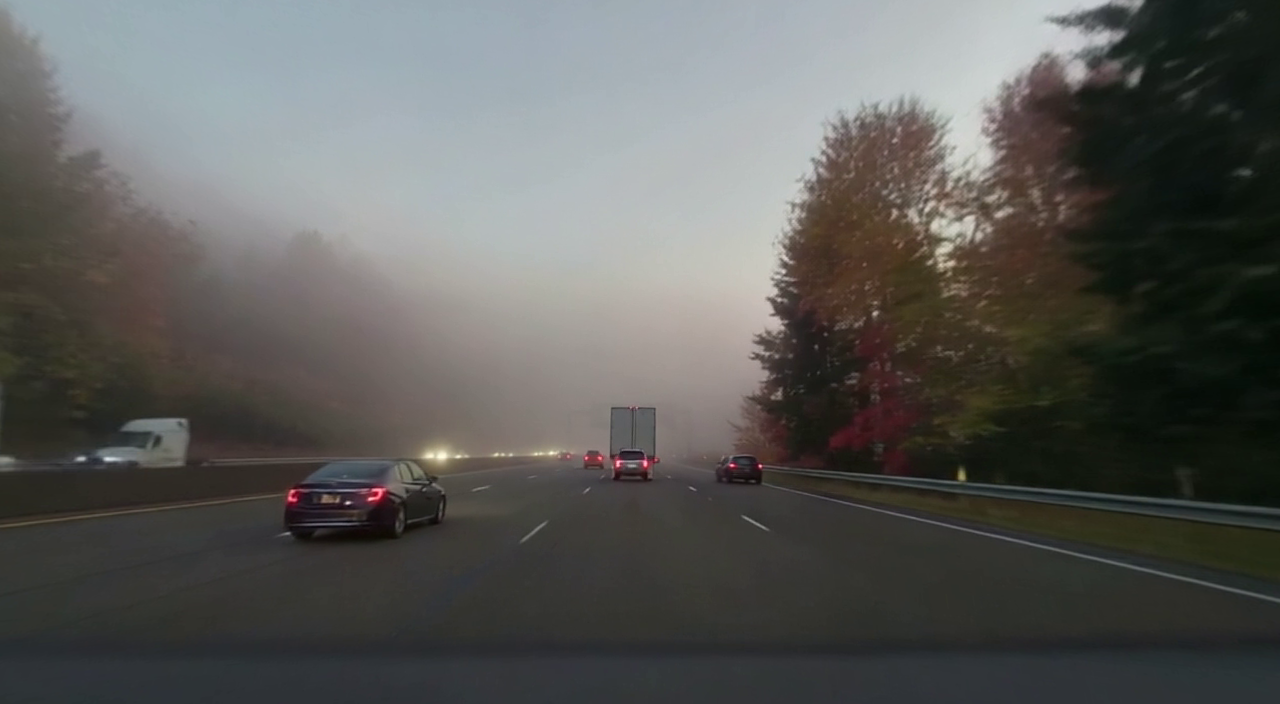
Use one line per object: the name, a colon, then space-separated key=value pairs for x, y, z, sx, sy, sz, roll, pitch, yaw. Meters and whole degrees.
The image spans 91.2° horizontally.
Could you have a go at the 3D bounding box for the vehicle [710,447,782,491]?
vehicle: x=4.103 y=4.603 z=25.030 sx=2.035 sy=1.571 sz=4.413 roll=0 pitch=-9 yaw=-1

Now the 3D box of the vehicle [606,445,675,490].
vehicle: x=-0.005 y=4.731 z=25.961 sx=2.634 sy=1.679 sz=4.070 roll=0 pitch=-9 yaw=-1

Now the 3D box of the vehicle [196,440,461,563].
vehicle: x=-4.394 y=2.156 z=9.757 sx=2.017 sy=1.469 sz=4.113 roll=0 pitch=-9 yaw=0

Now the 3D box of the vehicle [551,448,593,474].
vehicle: x=-4.726 y=7.657 z=44.260 sx=2.545 sy=1.679 sz=4.267 roll=0 pitch=-9 yaw=0

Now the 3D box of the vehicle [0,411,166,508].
vehicle: x=-17.958 y=3.200 z=18.834 sx=2.769 sy=2.467 sz=5.723 roll=0 pitch=-9 yaw=1
